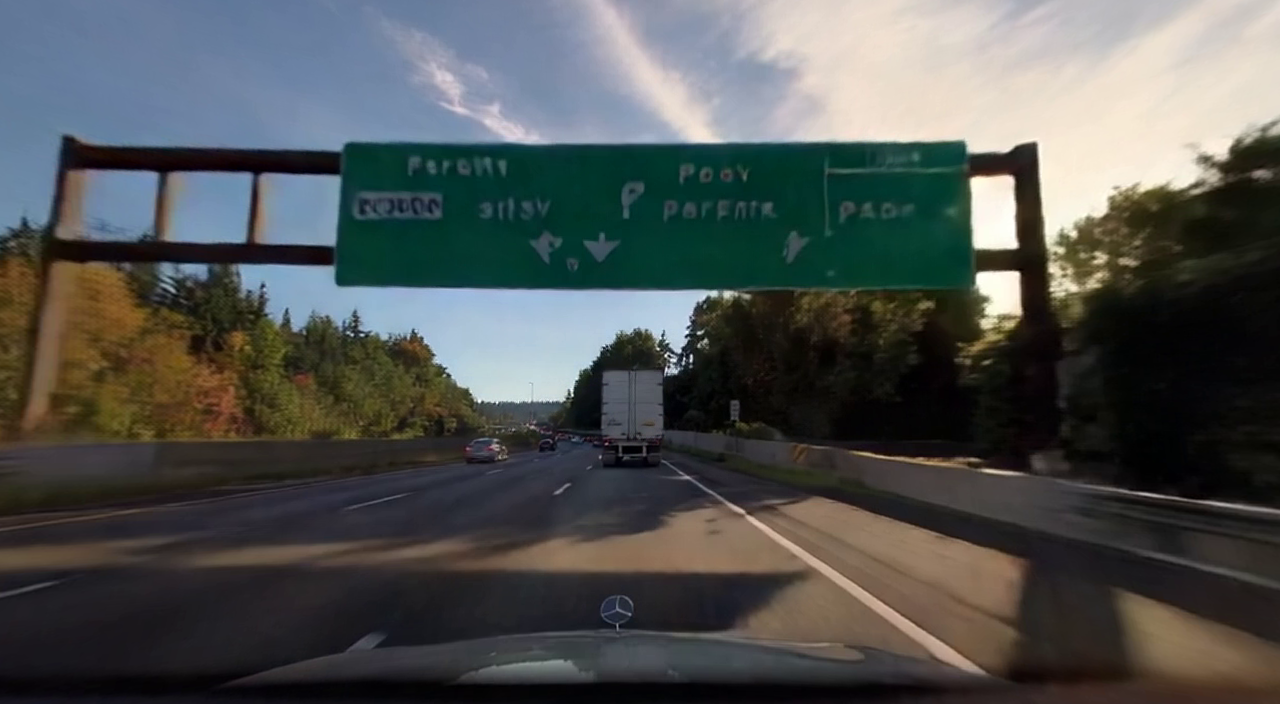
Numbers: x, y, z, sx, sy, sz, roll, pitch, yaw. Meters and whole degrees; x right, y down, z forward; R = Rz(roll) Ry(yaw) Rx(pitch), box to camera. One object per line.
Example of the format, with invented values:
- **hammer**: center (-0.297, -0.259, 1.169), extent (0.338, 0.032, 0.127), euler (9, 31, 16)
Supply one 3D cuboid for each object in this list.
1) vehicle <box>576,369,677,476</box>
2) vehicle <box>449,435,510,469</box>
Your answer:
- **vehicle**: center (-0.570, 3.222, 27.302), extent (3.033, 3.223, 14.836), euler (3, -8, -1)
- **vehicle**: center (-7.355, 4.584, 29.102), extent (1.856, 1.479, 3.710), euler (0, -8, 0)
